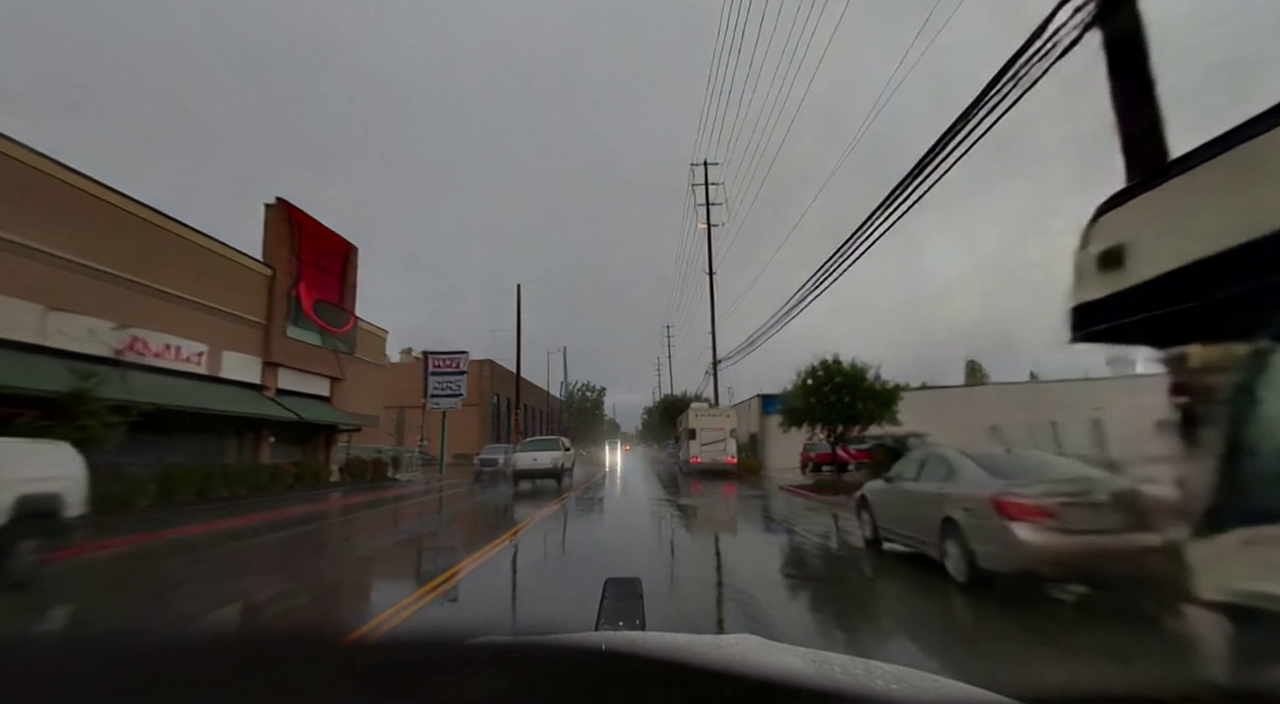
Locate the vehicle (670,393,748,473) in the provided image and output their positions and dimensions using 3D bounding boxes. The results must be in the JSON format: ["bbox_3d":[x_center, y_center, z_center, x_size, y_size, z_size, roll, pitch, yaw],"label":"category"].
[{"bbox_3d":[3.716,4.857,36.289,3.029,3.860,7.726,-4,-11,-3],"label":"vehicle"}]

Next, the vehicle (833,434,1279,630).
[{"bbox_3d":[3.910,1.707,7.119,1.970,1.476,4.405,0,-8,-1],"label":"vehicle"}]

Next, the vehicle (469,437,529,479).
[{"bbox_3d":[-8.093,6.147,36.793,2.177,2.075,5.427,-4,-9,0],"label":"vehicle"}]

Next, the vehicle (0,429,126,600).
[{"bbox_3d":[-7.879,1.645,6.053,2.001,1.830,4.735,0,-8,-2],"label":"vehicle"}]

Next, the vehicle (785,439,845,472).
[{"bbox_3d":[9.418,5.591,34.429,2.039,1.662,4.304,0,-8,0],"label":"vehicle"}]

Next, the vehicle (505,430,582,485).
[{"bbox_3d":[-3.761,4.232,25.554,2.307,1.998,4.734,0,-8,1],"label":"vehicle"}]
